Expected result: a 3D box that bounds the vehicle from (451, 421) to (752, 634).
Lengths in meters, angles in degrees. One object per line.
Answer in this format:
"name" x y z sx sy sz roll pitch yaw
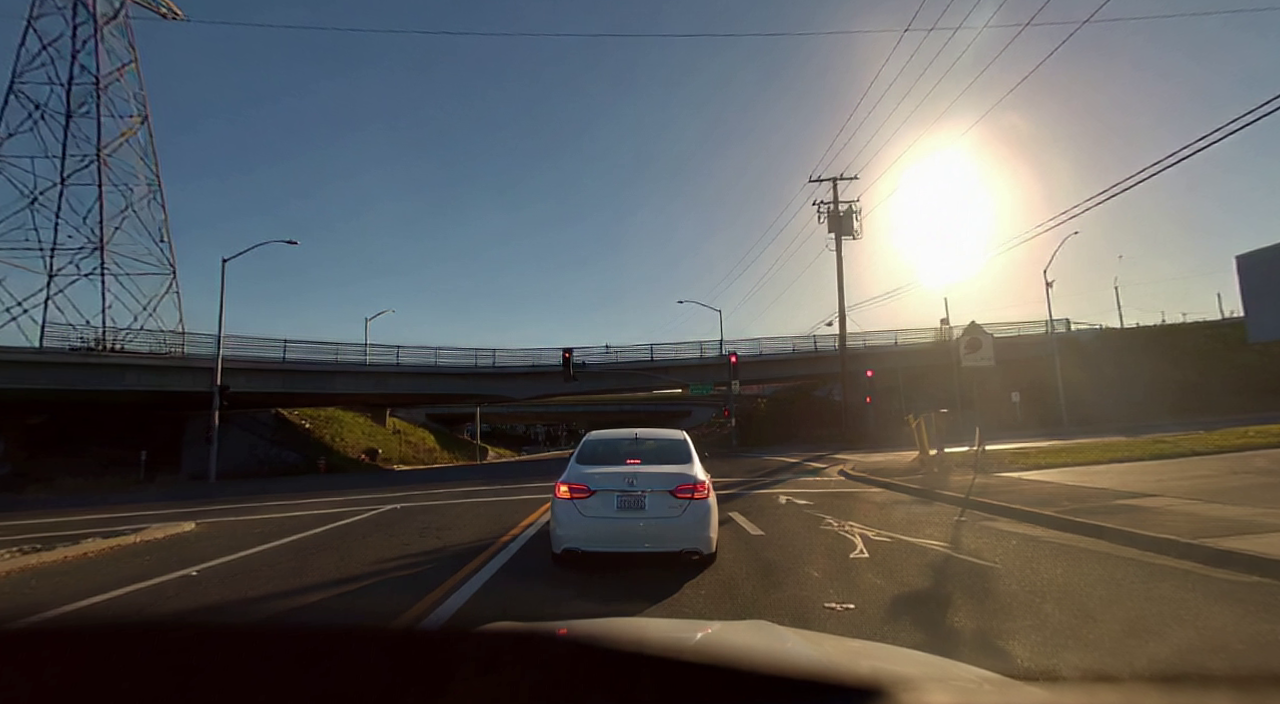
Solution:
"vehicle" -0.235 1.531 6.471 2.090 1.458 4.033 -1 -9 1
